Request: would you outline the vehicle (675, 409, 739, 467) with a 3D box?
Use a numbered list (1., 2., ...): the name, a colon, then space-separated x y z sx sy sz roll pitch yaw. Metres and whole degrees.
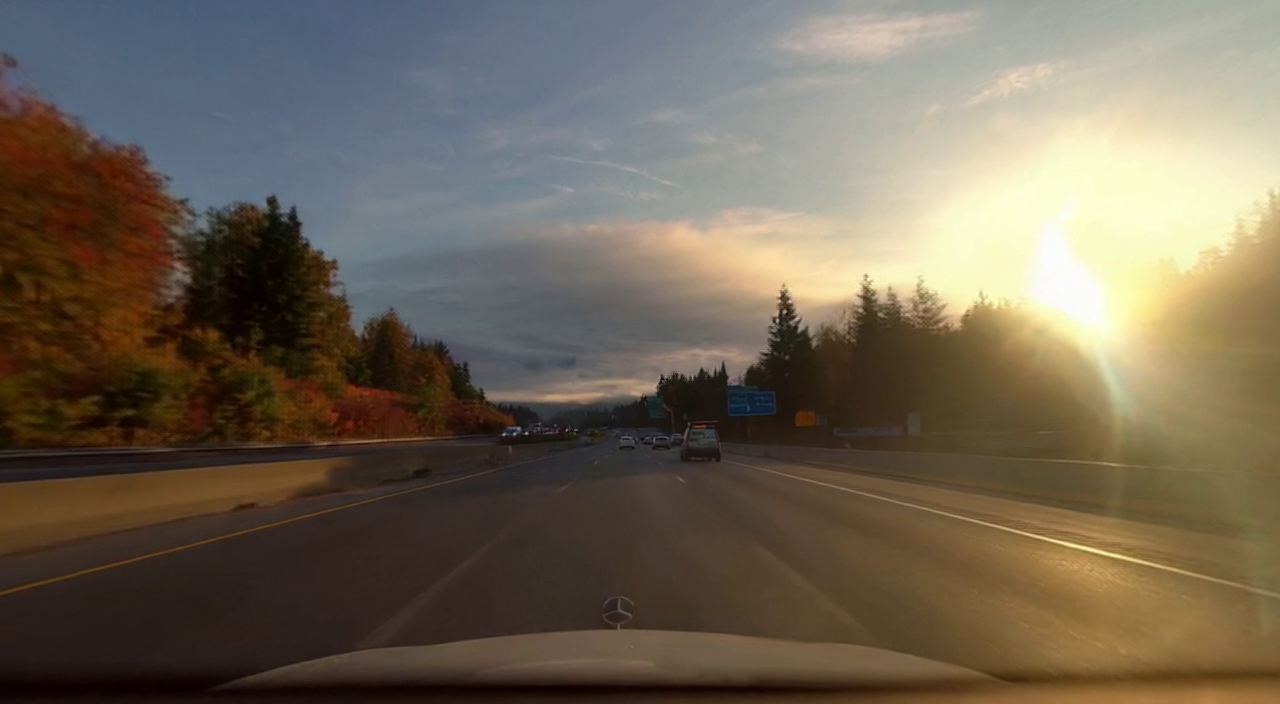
1. vehicle: 3.200 4.271 31.374 2.411 2.614 5.781 0 -8 -2
